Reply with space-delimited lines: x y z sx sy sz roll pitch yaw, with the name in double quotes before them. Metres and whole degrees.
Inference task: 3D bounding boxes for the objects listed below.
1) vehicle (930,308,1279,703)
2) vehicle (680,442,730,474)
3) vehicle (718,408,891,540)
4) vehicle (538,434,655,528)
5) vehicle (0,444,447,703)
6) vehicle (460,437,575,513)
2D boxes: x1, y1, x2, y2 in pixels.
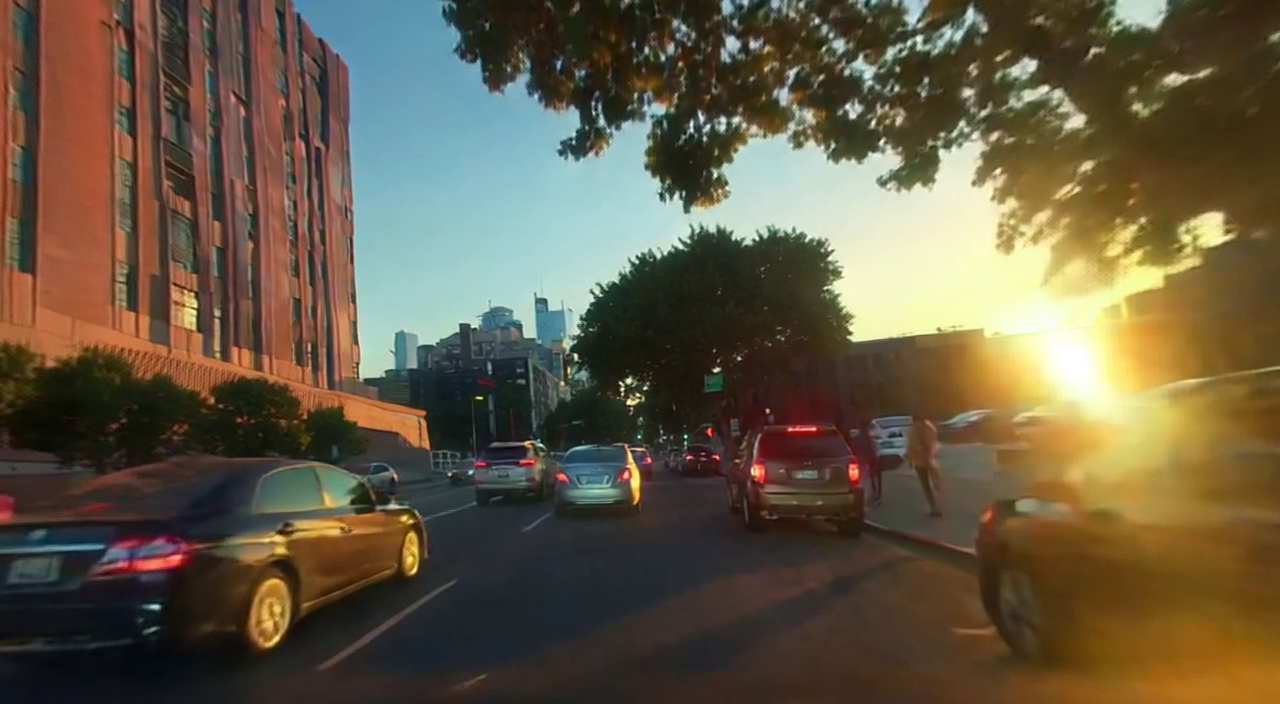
"vehicle" 3.171 0.770 2.413 1.971 1.749 4.564 0 -8 1
"vehicle" 3.219 5.299 31.977 2.065 1.461 4.181 0 -8 0
"vehicle" 2.747 2.186 11.928 2.352 1.953 4.798 -1 -9 5
"vehicle" -0.746 2.621 13.416 2.076 1.667 3.948 -1 -8 2
"vehicle" -3.290 1.505 5.143 1.940 1.481 4.376 -1 -8 2
"vehicle" -3.249 3.356 17.832 2.000 1.818 4.668 -1 -8 4
